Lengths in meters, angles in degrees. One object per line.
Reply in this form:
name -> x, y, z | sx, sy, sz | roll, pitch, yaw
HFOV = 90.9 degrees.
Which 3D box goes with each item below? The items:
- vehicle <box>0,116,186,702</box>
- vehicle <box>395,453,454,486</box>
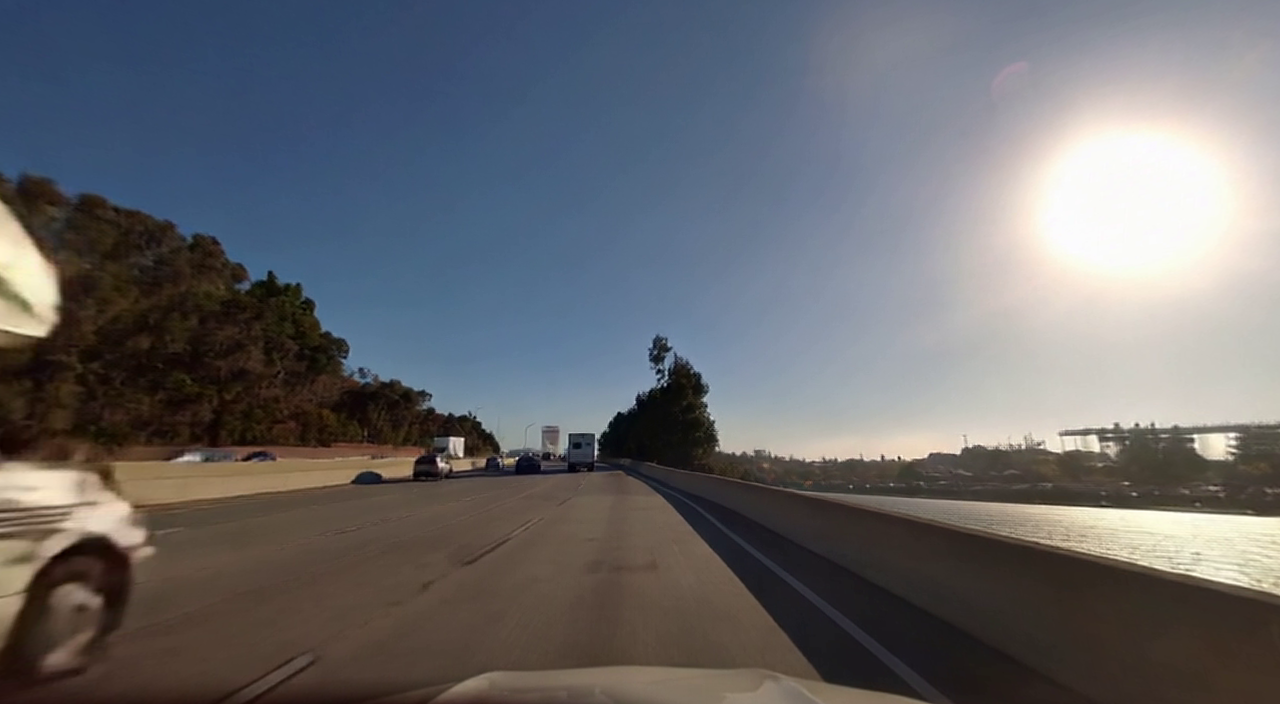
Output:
vehicle -> -4.543, -0.172, 0.568 | 2.542, 2.965, 7.637 | -1, -10, 0
vehicle -> -12.830, 7.000, 37.816 | 2.005, 1.774, 4.610 | 0, -9, -2
